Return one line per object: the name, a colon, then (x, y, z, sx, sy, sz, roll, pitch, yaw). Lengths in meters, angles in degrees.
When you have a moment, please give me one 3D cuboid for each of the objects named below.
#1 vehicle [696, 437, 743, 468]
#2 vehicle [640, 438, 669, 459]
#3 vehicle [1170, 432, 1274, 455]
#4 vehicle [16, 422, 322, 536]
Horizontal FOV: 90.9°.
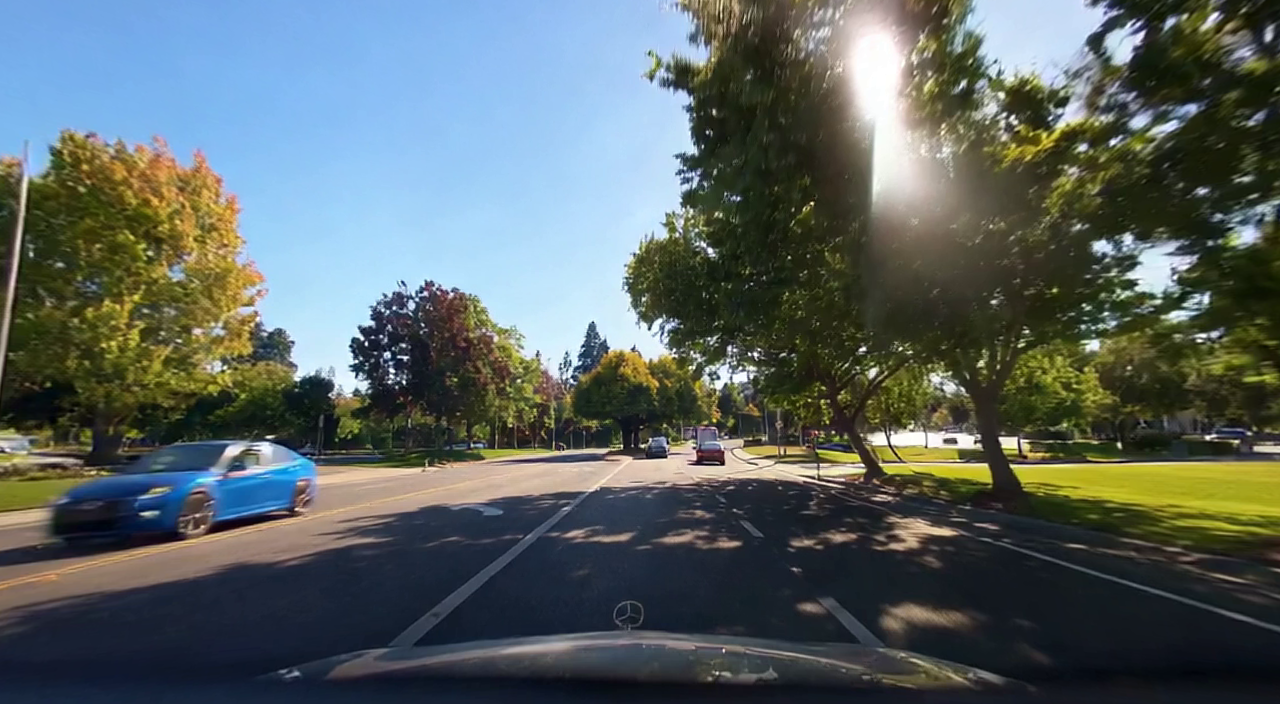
vehicle: (4.207, 5.385, 33.948, 1.989, 1.497, 4.436, 0, -8, 0)
vehicle: (1.166, 7.283, 47.718, 2.066, 1.482, 4.273, -1, -8, 3)
vehicle: (38.263, 6.016, 41.538, 4.656, 1.454, 2.190, 0, -8, 0)
vehicle: (-8.569, 2.334, 12.227, 2.361, 1.766, 4.491, 0, -8, 2)
